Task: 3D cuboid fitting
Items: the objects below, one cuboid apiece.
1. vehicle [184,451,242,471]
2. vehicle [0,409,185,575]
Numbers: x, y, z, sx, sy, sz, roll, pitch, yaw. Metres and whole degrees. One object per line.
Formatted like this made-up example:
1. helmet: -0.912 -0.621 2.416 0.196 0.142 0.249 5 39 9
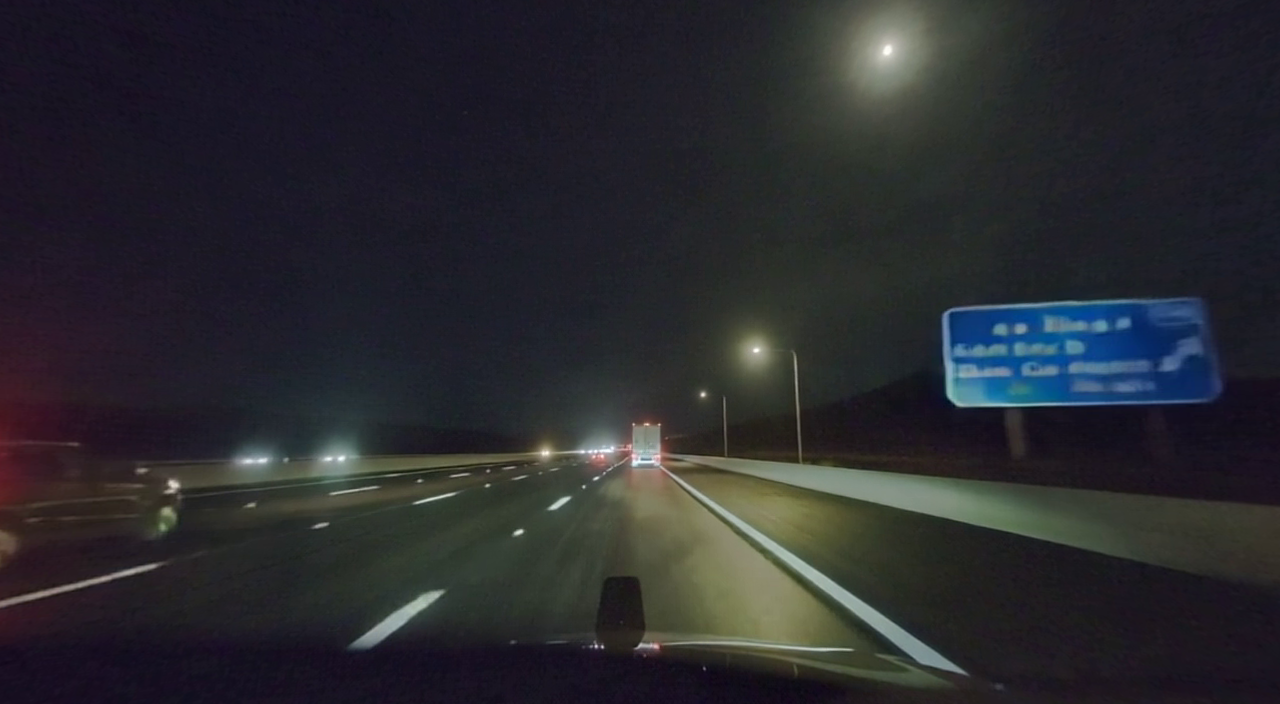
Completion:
1. vehicle: -32.702 8.350 48.467 1.731 1.433 3.752 -1 -9 2
2. vehicle: -7.579 1.458 6.578 2.067 1.676 4.789 0 -9 0
